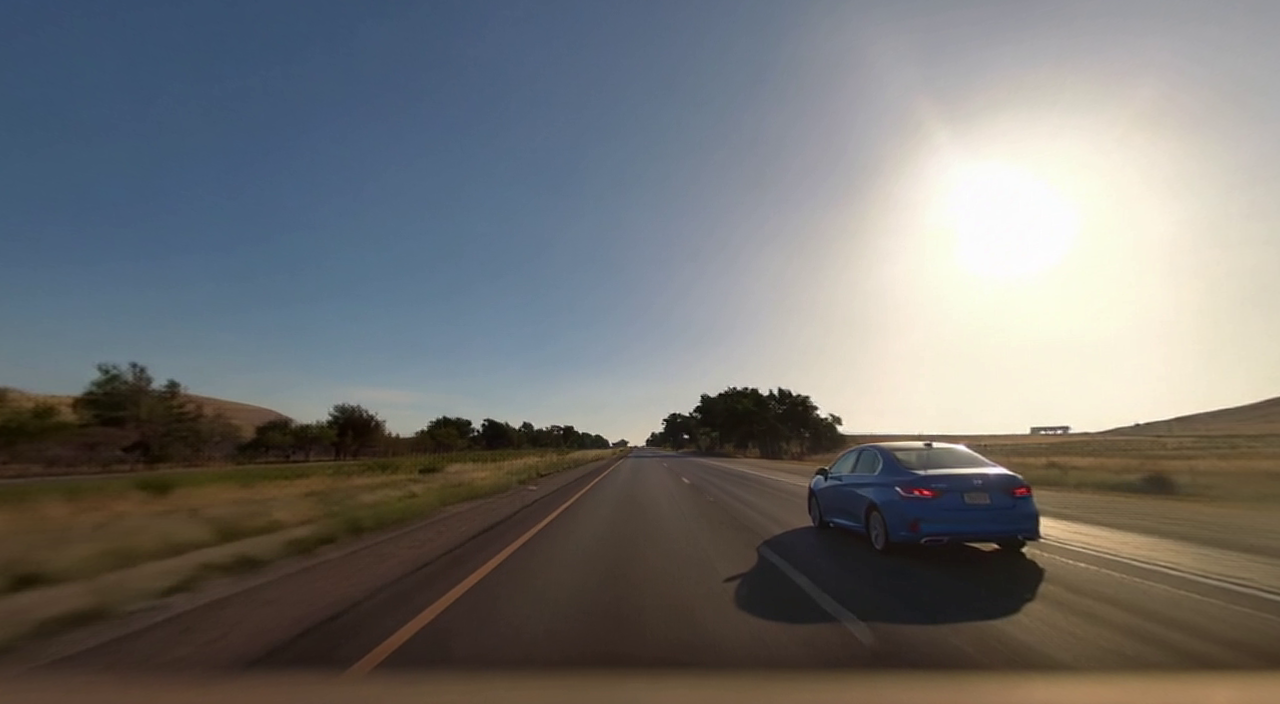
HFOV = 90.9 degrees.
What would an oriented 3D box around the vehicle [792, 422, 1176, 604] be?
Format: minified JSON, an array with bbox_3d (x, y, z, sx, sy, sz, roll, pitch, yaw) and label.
[{"bbox_3d":[3.380,1.660,7.478,2.003,1.466,4.441,0,-8,0],"label":"vehicle"}]
